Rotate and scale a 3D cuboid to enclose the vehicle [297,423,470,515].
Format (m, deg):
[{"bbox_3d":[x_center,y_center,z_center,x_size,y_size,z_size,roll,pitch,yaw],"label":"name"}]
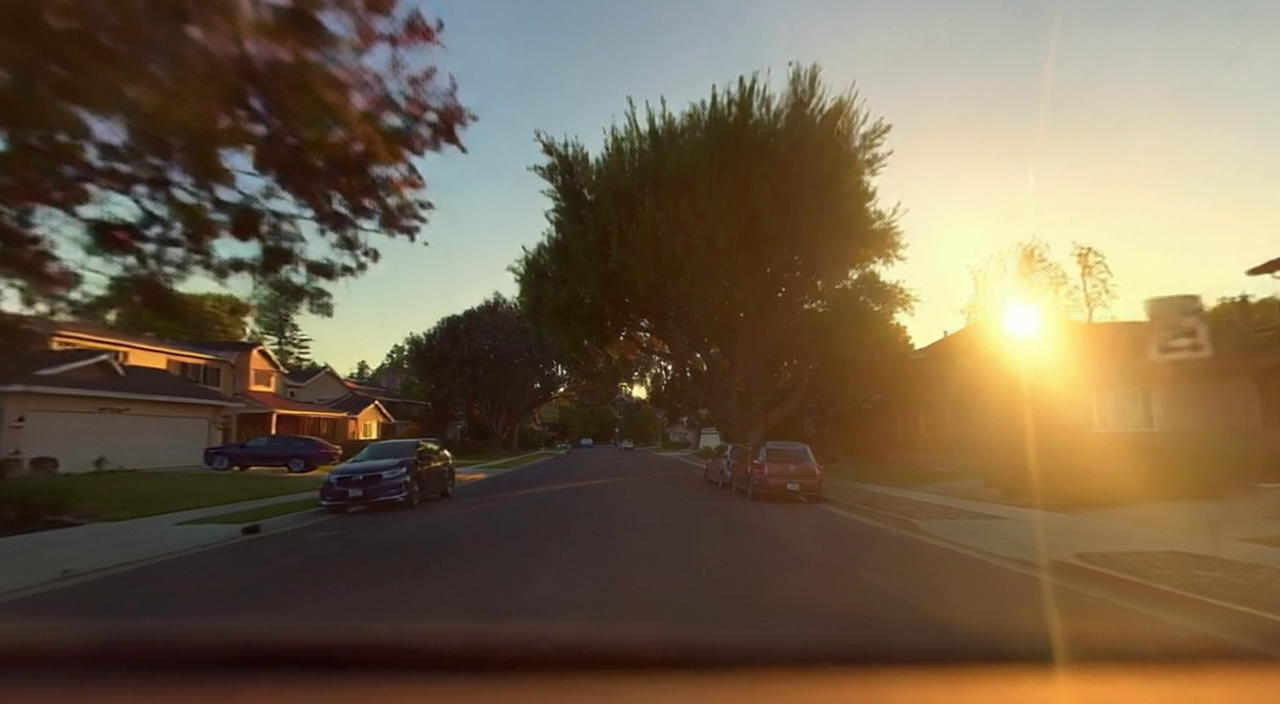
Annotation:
[{"bbox_3d":[-6.363,2.996,16.664,2.322,1.949,5.695,-1,-9,-2],"label":"vehicle"}]

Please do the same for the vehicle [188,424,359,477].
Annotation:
[{"bbox_3d":[-13.568,3.673,23.639,5.024,1.903,2.102,0,-9,1],"label":"vehicle"}]

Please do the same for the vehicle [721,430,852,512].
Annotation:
[{"bbox_3d":[3.453,2.908,15.898,2.033,1.730,4.554,0,-9,-2],"label":"vehicle"}]
